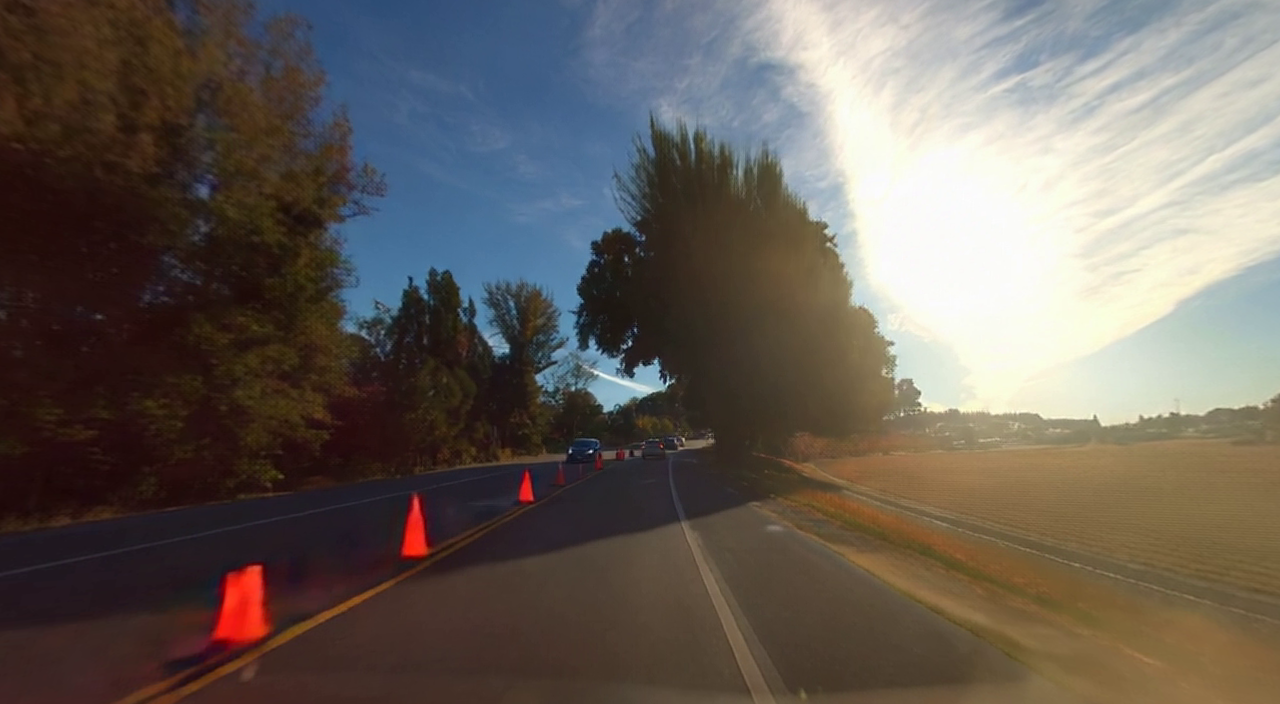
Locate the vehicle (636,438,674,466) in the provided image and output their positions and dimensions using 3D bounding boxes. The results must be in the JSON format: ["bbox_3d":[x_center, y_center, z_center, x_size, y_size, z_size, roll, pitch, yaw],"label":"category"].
[{"bbox_3d":[0.928,5.723,36.084,2.042,1.489,3.963,0,-9,3],"label":"vehicle"}]

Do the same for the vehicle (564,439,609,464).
[{"bbox_3d":[-3.177,6.051,38.378,2.046,1.451,4.342,-1,-9,5],"label":"vehicle"}]
